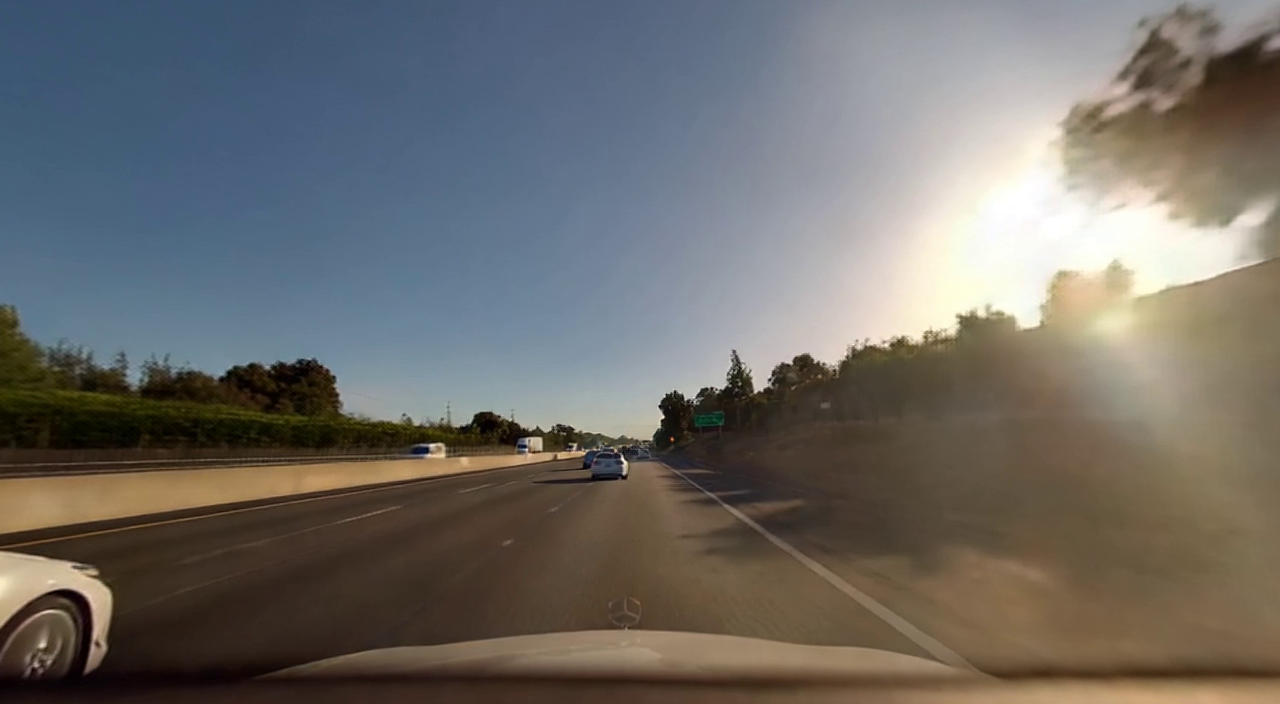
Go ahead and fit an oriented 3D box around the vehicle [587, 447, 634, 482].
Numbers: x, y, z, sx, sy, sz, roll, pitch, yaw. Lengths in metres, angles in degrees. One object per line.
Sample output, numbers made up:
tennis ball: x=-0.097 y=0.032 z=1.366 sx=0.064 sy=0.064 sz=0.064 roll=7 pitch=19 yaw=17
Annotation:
vehicle: x=-1.303 y=5.250 z=29.584 sx=1.908 sy=1.515 sz=3.871 roll=0 pitch=-9 yaw=1
